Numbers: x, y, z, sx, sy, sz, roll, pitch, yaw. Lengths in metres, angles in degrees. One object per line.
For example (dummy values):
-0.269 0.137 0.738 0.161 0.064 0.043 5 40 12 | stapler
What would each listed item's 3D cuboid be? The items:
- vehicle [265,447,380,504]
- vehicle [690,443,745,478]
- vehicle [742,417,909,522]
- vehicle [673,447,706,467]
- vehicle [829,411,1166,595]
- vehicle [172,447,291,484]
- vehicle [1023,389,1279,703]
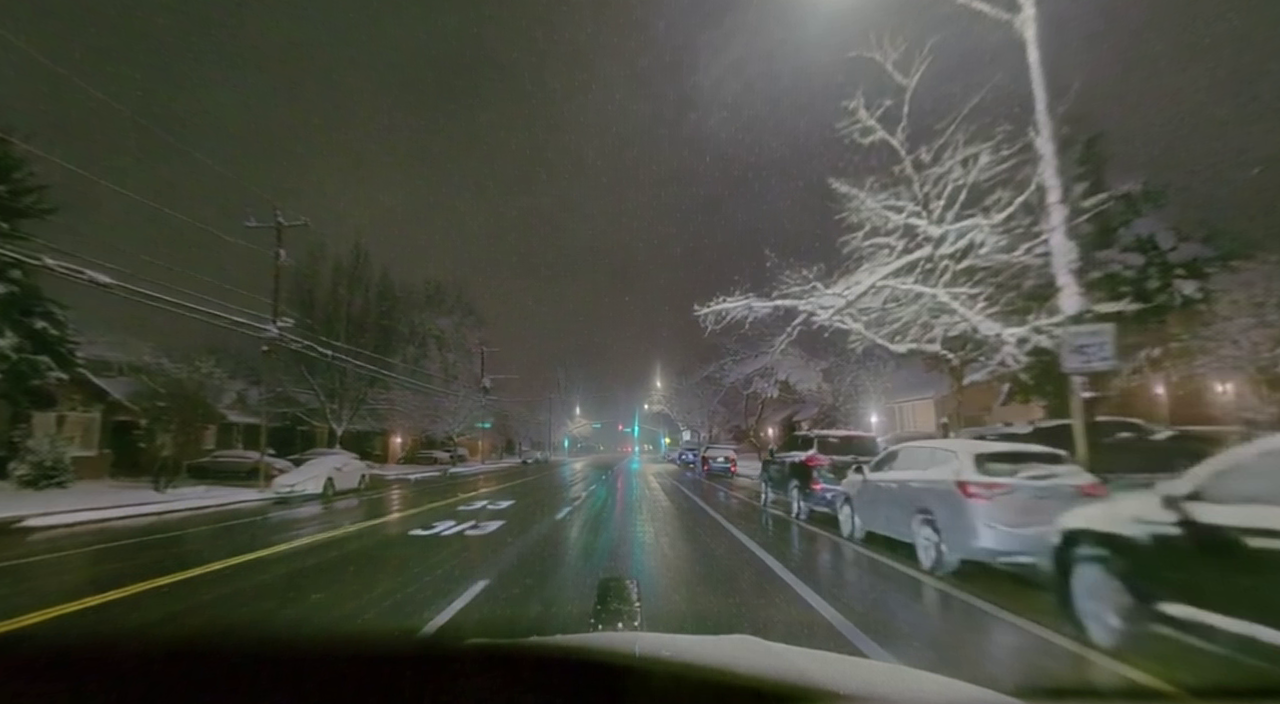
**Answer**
-10.993 4.302 22.272 1.964 1.667 4.217 -3 -10 -1 | vehicle
3.884 5.533 32.424 1.999 1.615 4.513 0 -9 -3 | vehicle
3.842 2.558 14.191 2.120 1.916 4.836 0 -9 -2 | vehicle
3.819 8.267 49.971 1.997 1.510 4.555 0 -9 -3 | vehicle
3.955 1.719 7.922 1.834 1.706 3.829 0 -9 -2 | vehicle
-20.030 5.586 31.147 4.359 1.727 2.029 0 -9 -2 | vehicle
4.070 0.967 2.735 2.007 1.657 4.362 0 -9 -1 | vehicle
